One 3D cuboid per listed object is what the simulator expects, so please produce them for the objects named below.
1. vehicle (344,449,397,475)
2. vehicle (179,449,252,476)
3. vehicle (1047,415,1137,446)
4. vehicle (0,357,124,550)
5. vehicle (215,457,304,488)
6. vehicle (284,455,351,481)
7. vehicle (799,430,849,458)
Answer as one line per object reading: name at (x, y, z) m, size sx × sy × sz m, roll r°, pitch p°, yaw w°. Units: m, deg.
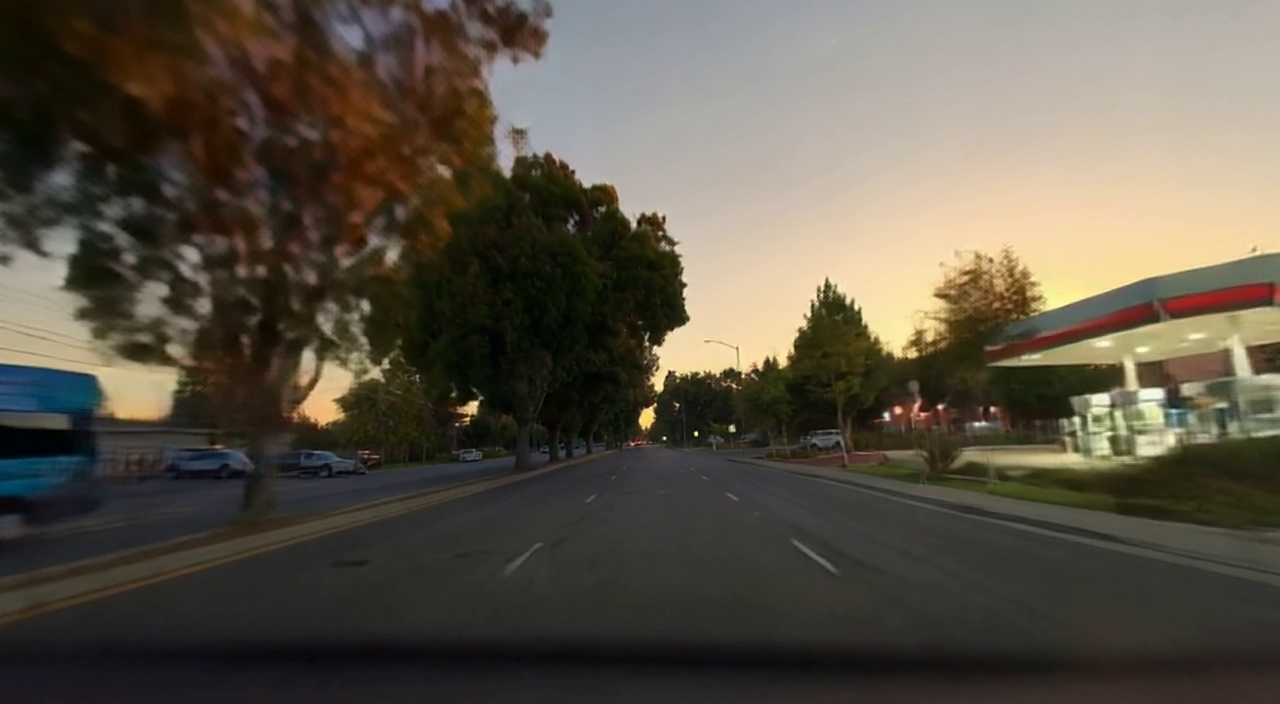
vehicle at (-20.951, 8.537, 49.310) m, size 1.988 × 1.785 × 4.802 m, roll -1°, pitch -8°, yaw 1°
vehicle at (-33.244, 8.636, 49.533) m, size 4.201 × 2.024 × 2.058 m, roll -1°, pitch -8°, yaw 2°
vehicle at (31.480, 5.564, 44.273) m, size 2.367 × 2.056 × 5.466 m, roll -1°, pitch -8°, yaw 2°
vehicle at (-11.989, 1.524, 9.352) m, size 2.931 × 3.122 × 6.555 m, roll -1°, pitch -8°, yaw 2°
vehicle at (-21.252, 6.715, 35.556) m, size 1.924 × 1.479 × 4.706 m, roll -1°, pitch -8°, yaw 2°
vehicle at (-21.061, 7.559, 41.479) m, size 1.787 × 1.471 × 4.709 m, roll -1°, pitch -8°, yaw 3°
vehicle at (13.187, 6.627, 45.640) m, size 2.108 × 1.877 × 4.807 m, roll -1°, pitch -8°, yaw 0°
